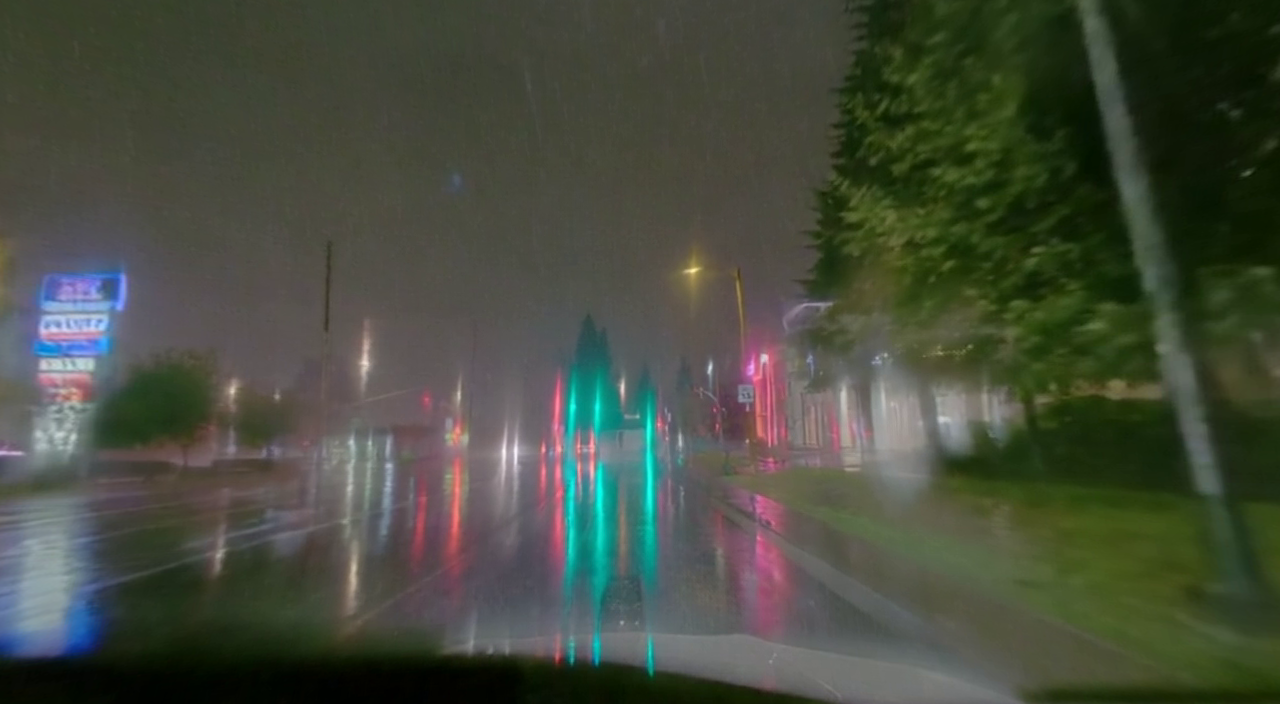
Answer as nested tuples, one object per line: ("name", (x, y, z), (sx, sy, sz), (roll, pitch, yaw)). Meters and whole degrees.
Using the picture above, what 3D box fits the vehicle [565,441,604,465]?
("vehicle", (-3.609, 6.676, 41.889), (2.054, 1.449, 4.772), (0, -8, 1))
